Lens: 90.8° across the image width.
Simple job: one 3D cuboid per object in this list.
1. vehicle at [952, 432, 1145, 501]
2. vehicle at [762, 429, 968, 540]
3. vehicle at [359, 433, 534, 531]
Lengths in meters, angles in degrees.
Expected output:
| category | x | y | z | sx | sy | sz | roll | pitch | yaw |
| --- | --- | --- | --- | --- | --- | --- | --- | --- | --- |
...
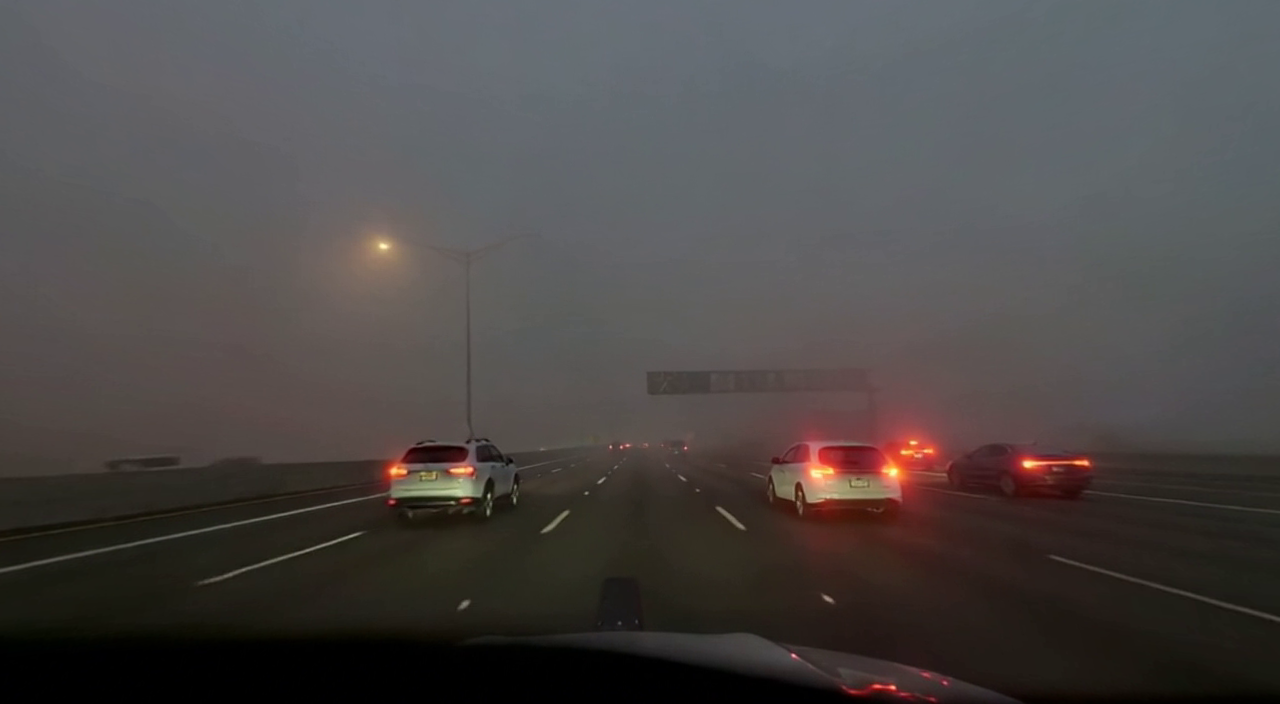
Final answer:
| category | x | y | z | sx | sy | sz | roll | pitch | yaw |
| --- | --- | --- | --- | --- | --- | --- | --- | --- | --- |
| vehicle | 10.281 | 2.888 | 16.399 | 2.019 | 1.529 | 4.385 | 0 | -8 | -1 |
| vehicle | 3.489 | 2.120 | 10.765 | 1.961 | 1.504 | 4.094 | 0 | -8 | -1 |
| vehicle | -3.442 | 2.392 | 12.232 | 1.975 | 1.536 | 4.295 | 0 | -8 | 1 |
